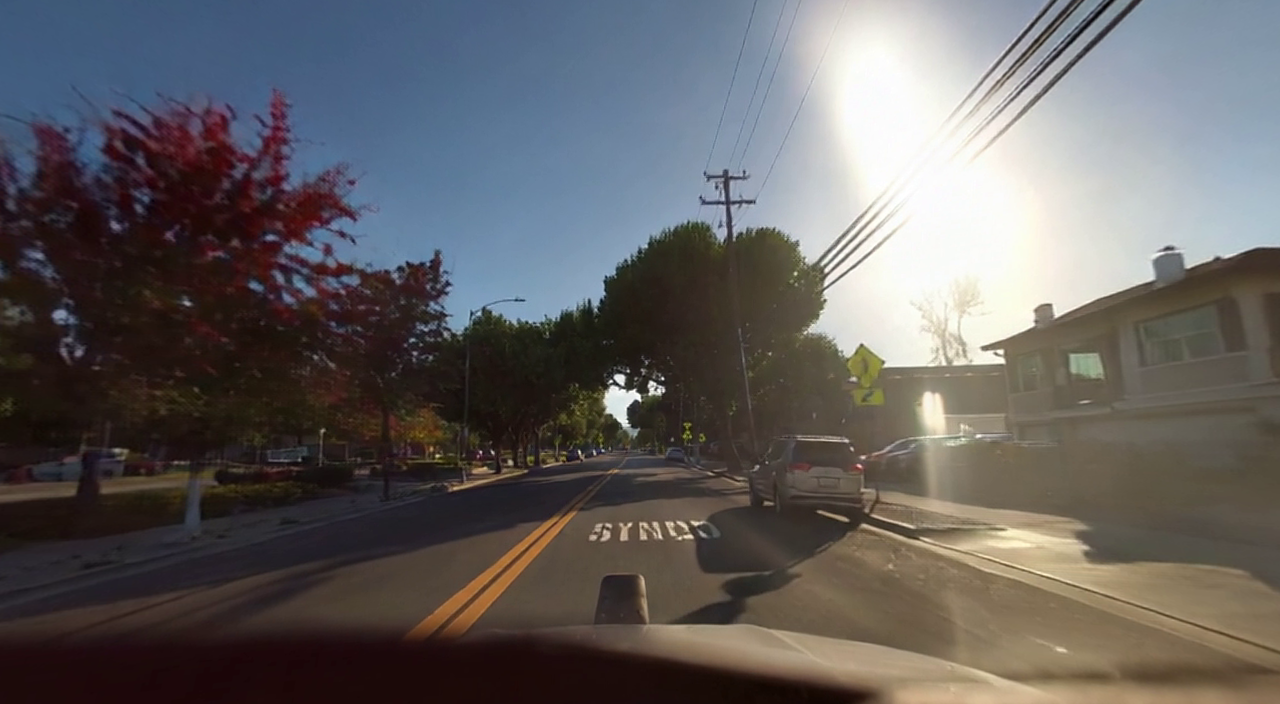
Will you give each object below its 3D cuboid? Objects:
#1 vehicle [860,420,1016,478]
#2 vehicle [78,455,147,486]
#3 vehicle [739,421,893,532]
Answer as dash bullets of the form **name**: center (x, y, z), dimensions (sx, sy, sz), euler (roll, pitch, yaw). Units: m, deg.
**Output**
- **vehicle**: center (10.520, 3.452, 22.553), dimensions (4.512, 1.793, 1.908), euler (-2, -8, -2)
- **vehicle**: center (-29.058, 6.459, 34.738), dimensions (4.558, 1.495, 1.925), euler (-7, -11, 38)
- **vehicle**: center (3.426, 2.497, 13.171), dimensions (1.949, 1.807, 4.224), euler (3, -9, -1)
